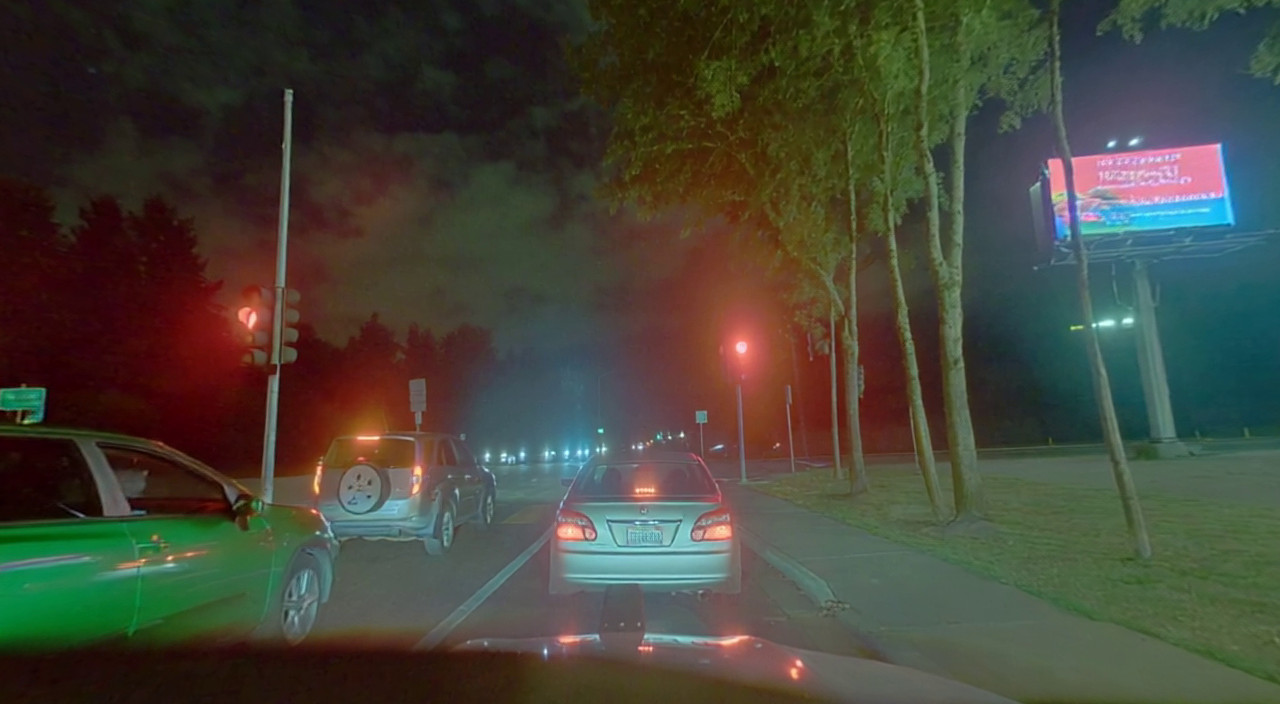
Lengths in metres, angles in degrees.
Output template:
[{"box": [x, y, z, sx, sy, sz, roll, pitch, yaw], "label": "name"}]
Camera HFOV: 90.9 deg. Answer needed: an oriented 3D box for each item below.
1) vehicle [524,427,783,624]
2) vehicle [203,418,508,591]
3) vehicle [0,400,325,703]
[{"box": [0.035, 1.595, 6.624, 1.977, 1.467, 3.474, 0, -9, -2], "label": "vehicle"}, {"box": [-3.161, 1.783, 8.136, 1.950, 1.628, 4.082, -1, -9, 1], "label": "vehicle"}, {"box": [-3.144, 0.975, 2.422, 1.808, 1.520, 3.846, -1, -9, 1], "label": "vehicle"}]
